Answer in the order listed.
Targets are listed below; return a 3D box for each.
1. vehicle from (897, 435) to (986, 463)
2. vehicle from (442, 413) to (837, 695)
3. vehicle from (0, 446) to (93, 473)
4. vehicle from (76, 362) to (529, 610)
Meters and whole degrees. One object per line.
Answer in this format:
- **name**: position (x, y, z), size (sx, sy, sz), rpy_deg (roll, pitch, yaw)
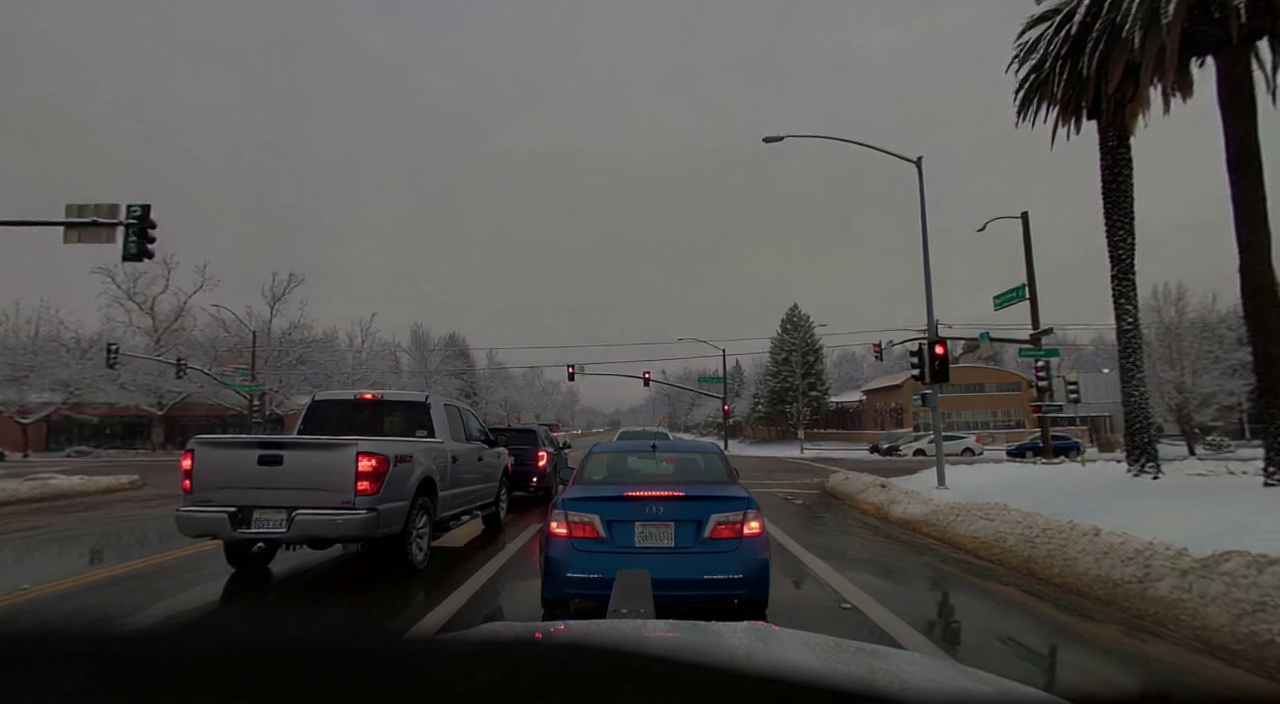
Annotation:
- **vehicle**: position (18.801, 6.067, 39.305), size (4.466, 1.717, 1.963), rpy_deg (0, -8, 2)
- **vehicle**: position (0.030, 1.398, 5.531), size (2.122, 1.501, 4.152), rpy_deg (0, -8, 1)
- **vehicle**: position (-37.093, 6.636, 38.855), size (4.576, 1.617, 1.937), rpy_deg (0, -8, 2)
- **vehicle**: position (-3.228, 1.477, 7.917), size (2.330, 1.969, 5.626), rpy_deg (-1, -8, 3)
